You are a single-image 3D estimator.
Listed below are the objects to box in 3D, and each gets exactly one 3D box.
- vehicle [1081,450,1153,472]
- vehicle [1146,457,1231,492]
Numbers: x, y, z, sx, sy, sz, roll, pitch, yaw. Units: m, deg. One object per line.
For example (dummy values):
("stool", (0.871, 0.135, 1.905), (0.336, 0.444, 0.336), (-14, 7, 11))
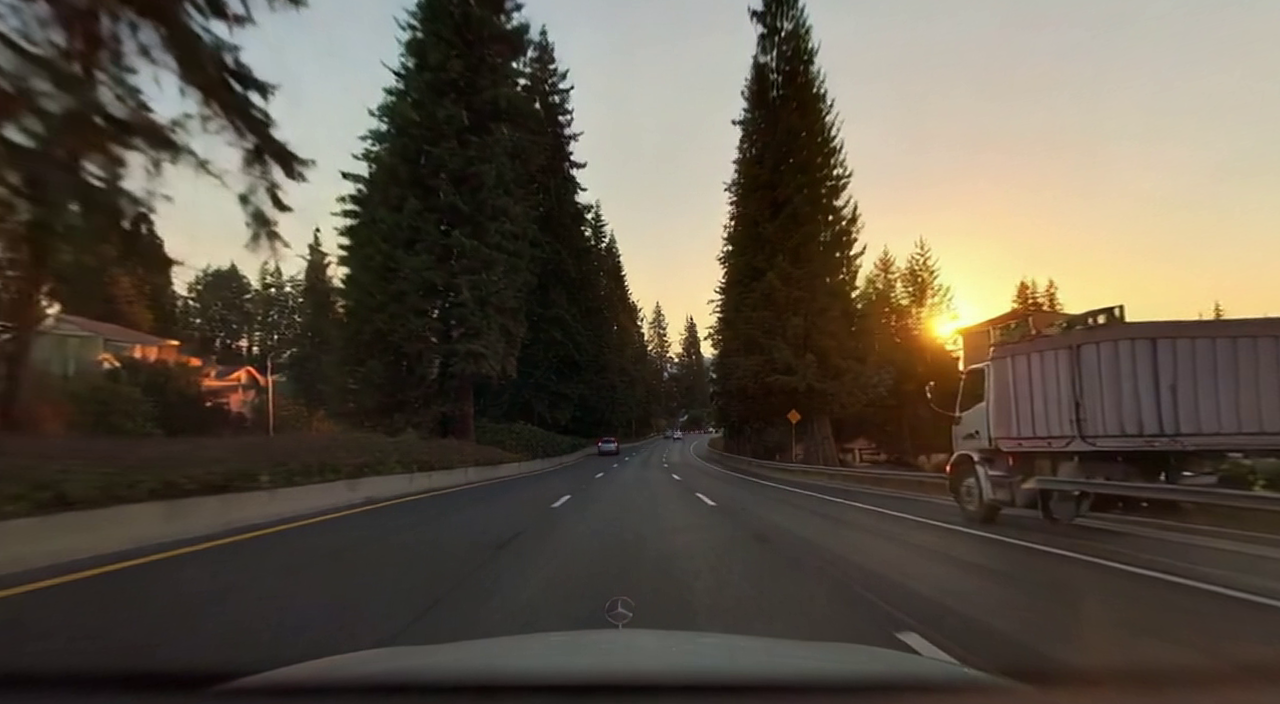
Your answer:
("vehicle", (35.731, 8.166, 47.416), (3.911, 1.390, 1.702), (-3, -4, 8))
("vehicle", (34.722, 7.679, 39.963), (5.275, 1.756, 2.198), (2, -9, -29))
